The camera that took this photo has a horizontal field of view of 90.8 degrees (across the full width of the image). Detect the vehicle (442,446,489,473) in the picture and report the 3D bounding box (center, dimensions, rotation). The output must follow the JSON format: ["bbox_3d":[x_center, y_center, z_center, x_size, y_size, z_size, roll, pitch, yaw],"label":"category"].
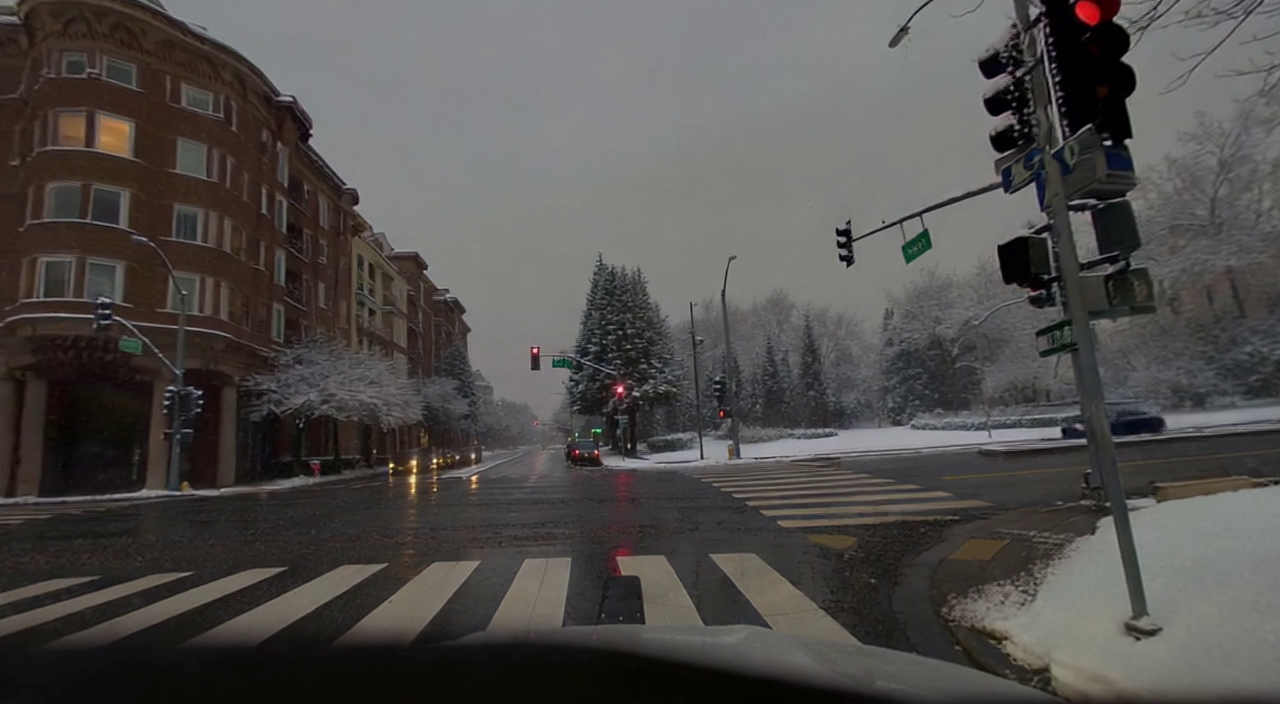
[{"bbox_3d":[-10.455,6.470,38.154,2.196,1.503,4.371,1,-9,-8],"label":"vehicle"}]

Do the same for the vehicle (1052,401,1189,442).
[{"bbox_3d":[20.502,3.012,27.025,4.626,1.636,2.004,2,-9,-13],"label":"vehicle"}]
